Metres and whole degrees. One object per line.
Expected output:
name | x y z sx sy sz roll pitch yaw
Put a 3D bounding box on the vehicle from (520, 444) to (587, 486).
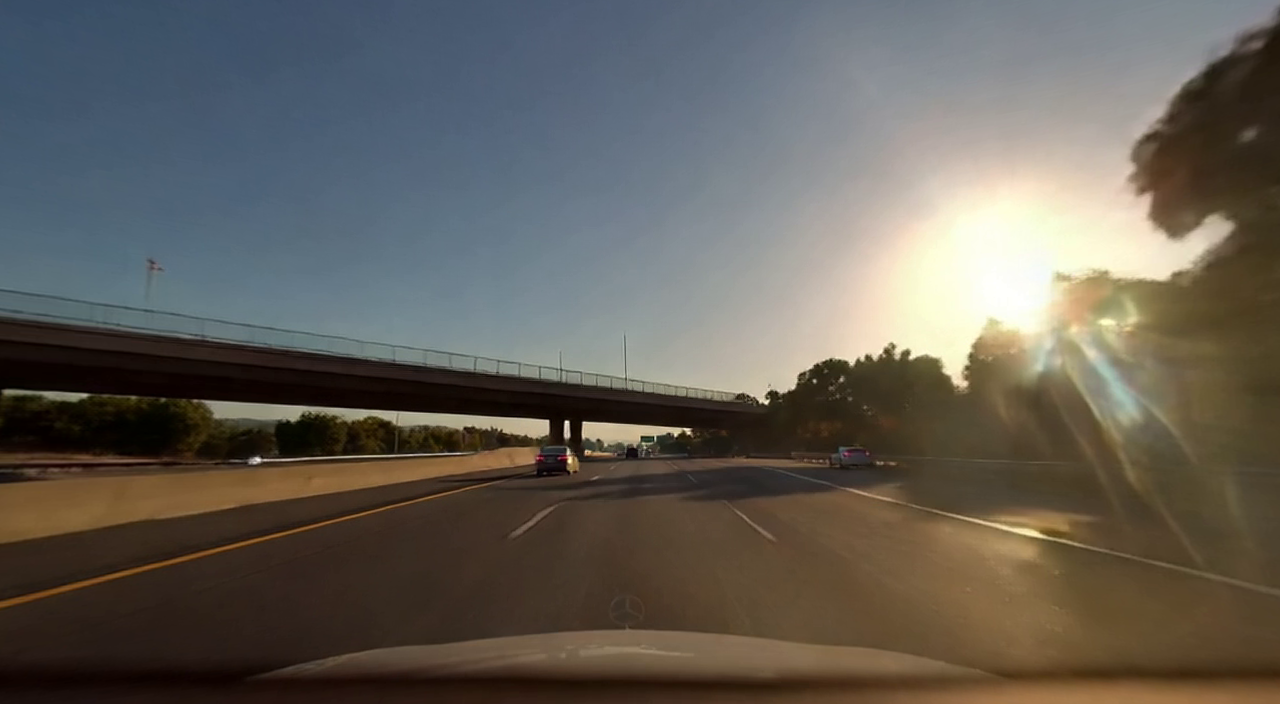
vehicle | -3.310 4.393 24.846 1.968 1.504 3.892 0 -8 2
